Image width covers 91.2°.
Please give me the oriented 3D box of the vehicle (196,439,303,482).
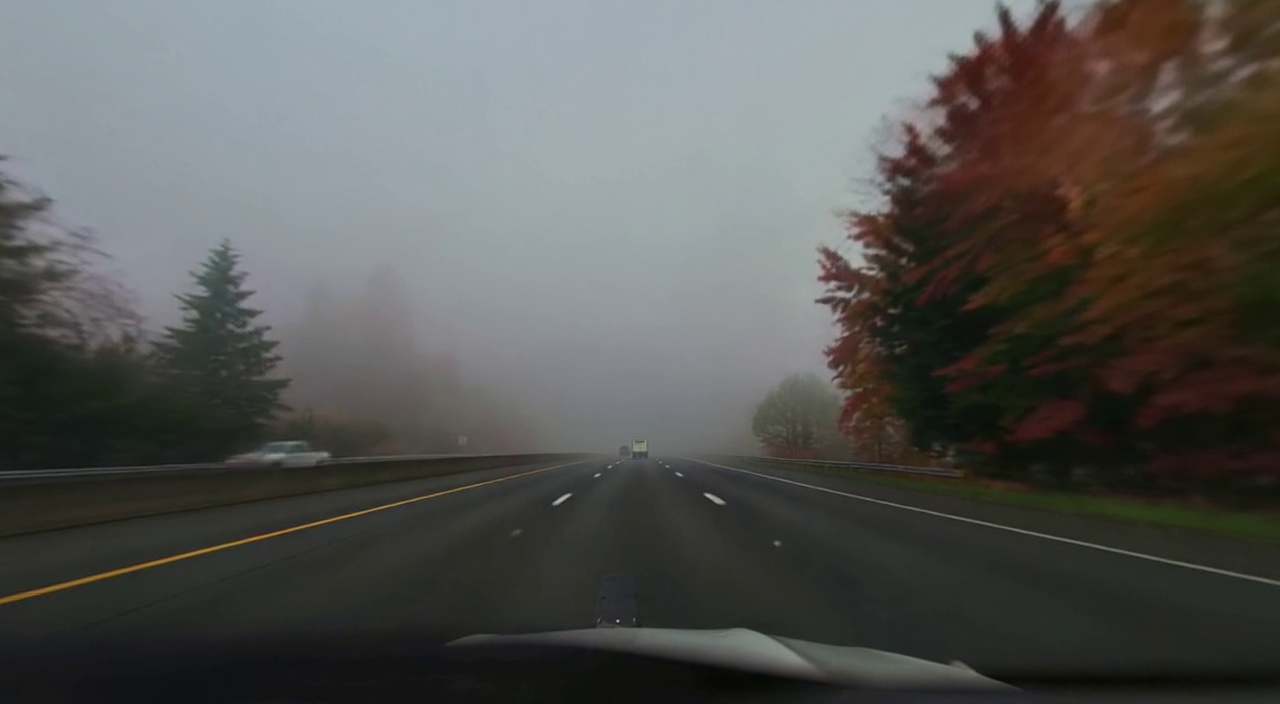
[{"bbox_3d":[-17.553,4.889,28.496,1.977,1.749,4.318,-1,-9,1],"label":"vehicle"}]
